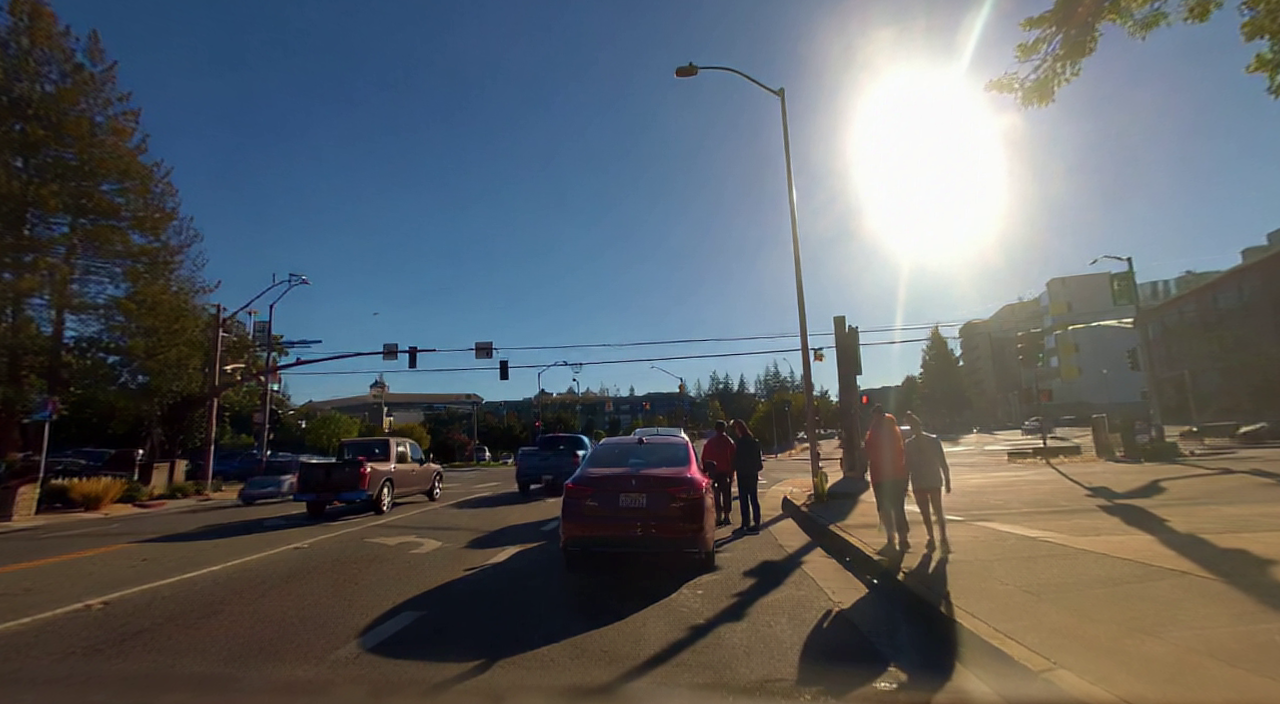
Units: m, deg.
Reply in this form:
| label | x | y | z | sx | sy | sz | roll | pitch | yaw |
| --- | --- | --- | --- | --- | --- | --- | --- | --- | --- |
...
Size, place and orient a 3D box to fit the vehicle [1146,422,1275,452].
| label | x | y | z | sx | sy | sz | roll | pitch | yaw |
| --- | --- | --- | --- | --- | --- | --- | --- | --- | --- |
| vehicle | 30.519 | 4.602 | 33.802 | 4.739 | 1.472 | 1.804 | -5 | -10 | 30 |

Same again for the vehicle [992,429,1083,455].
| label | x | y | z | sx | sy | sz | roll | pitch | yaw |
| --- | --- | --- | --- | --- | --- | --- | --- | --- | --- |
| vehicle | 23.809 | 5.437 | 37.750 | 4.454 | 1.440 | 1.816 | -5 | -10 | 30 |

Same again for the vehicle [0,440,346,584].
| label | x | y | z | sx | sy | sz | roll | pitch | yaw |
| --- | --- | --- | --- | --- | --- | --- | --- | --- | --- |
| vehicle | -6.330 | 2.066 | 9.028 | 1.948 | 1.530 | 4.283 | 0 | -9 | 3 |

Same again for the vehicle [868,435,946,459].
| label | x | y | z | sx | sy | sz | roll | pitch | yaw |
| --- | --- | --- | --- | --- | --- | --- | --- | --- | --- |
| vehicle | 17.502 | 6.217 | 41.137 | 4.441 | 1.452 | 1.798 | -5 | -10 | 30 |

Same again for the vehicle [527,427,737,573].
| label | x | y | z | sx | sy | sz | roll | pitch | yaw |
| --- | --- | --- | --- | --- | --- | --- | --- | --- | --- |
| vehicle | -0.053 | 1.858 | 8.674 | 2.182 | 1.501 | 4.150 | 0 | -9 | 1 |

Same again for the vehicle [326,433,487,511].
| label | x | y | z | sx | sy | sz | roll | pitch | yaw |
| --- | --- | --- | --- | --- | --- | --- | --- | --- | --- |
| vehicle | -6.156 | 3.218 | 17.441 | 2.230 | 1.811 | 5.183 | -1 | -9 | 3 |
